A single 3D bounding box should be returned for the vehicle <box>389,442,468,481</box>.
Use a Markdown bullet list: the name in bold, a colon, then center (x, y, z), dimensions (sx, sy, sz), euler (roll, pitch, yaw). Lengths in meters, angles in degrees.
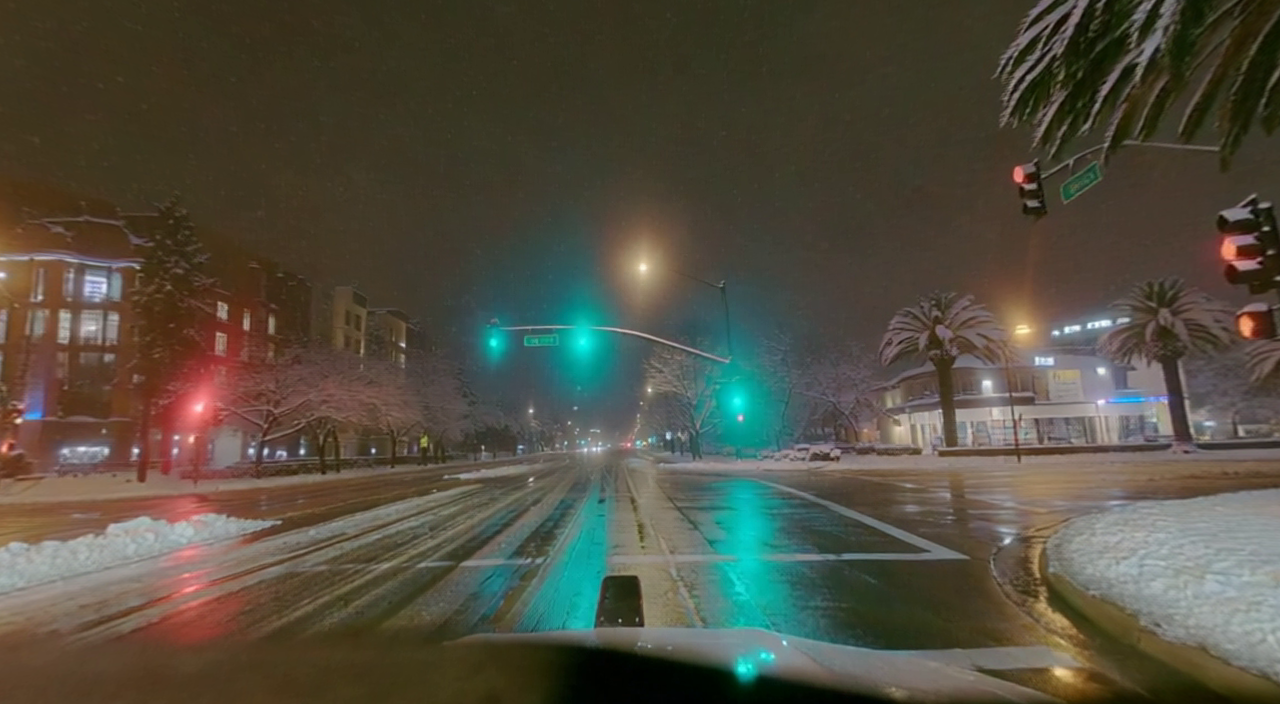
- **vehicle**: center (-10.742, 5.587, 32.366), dimensions (2.270, 1.833, 4.860), euler (0, -9, 1)
